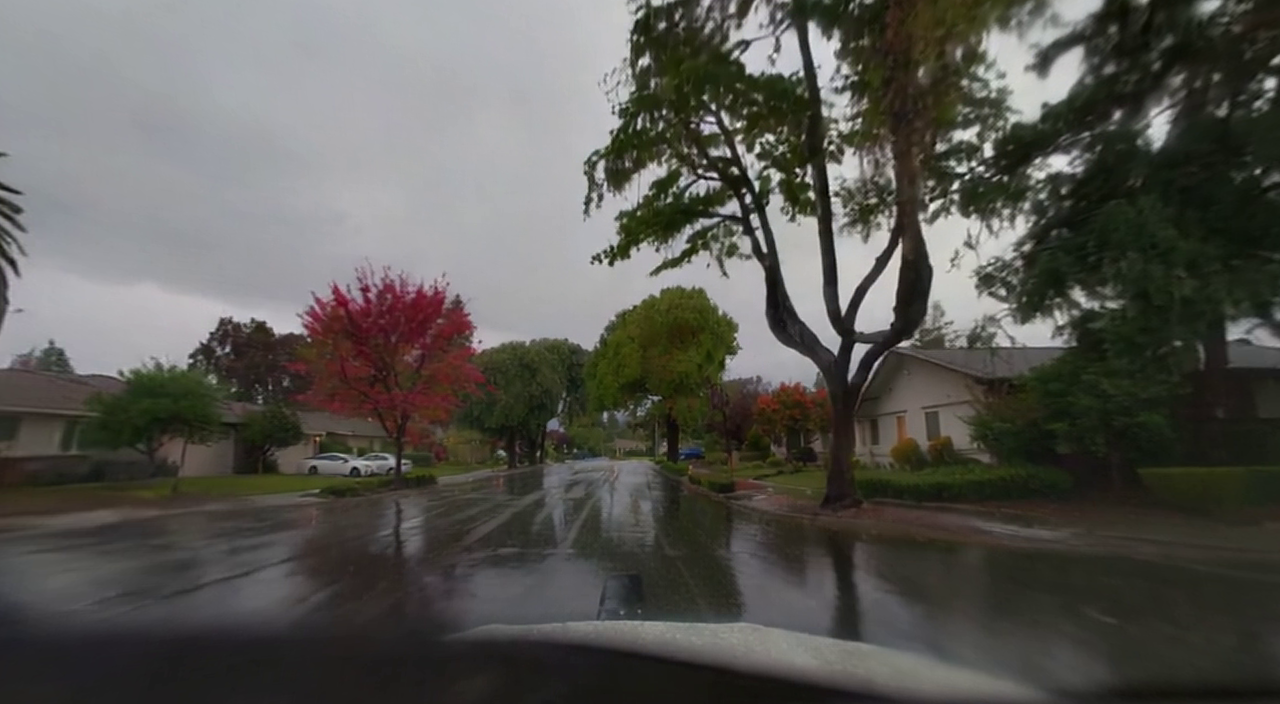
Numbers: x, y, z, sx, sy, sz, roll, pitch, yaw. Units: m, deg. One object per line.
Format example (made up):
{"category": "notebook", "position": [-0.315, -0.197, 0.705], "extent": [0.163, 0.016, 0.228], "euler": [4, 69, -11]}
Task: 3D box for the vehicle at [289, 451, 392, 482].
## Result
{"category": "vehicle", "position": [-15.757, 6.036, 33.431], "extent": [4.358, 1.516, 2.077], "euler": [1, -9, -4]}
